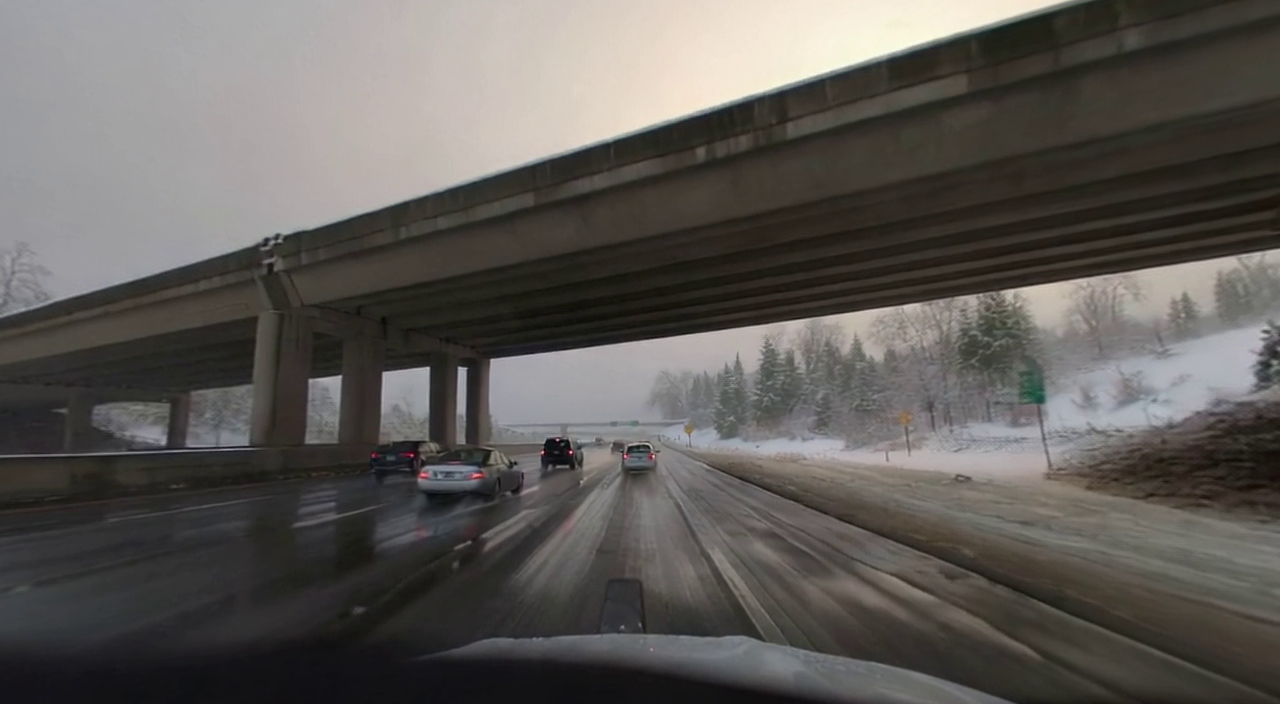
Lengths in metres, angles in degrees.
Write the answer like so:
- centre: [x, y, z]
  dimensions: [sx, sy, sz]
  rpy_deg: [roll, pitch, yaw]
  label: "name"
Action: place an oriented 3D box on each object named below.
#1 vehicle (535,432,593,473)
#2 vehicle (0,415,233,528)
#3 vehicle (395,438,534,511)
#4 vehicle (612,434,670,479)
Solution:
- centre: [-3.649, 4.963, 31.155]
  dimensions: [2.237, 1.841, 4.683]
  rpy_deg: [0, -8, 1]
  label: "vehicle"
- centre: [-11.027, 2.306, 12.735]
  dimensions: [2.119, 1.816, 5.019]
  rpy_deg: [0, -8, 0]
  label: "vehicle"
- centre: [-3.993, 2.845, 15.172]
  dimensions: [1.997, 1.490, 4.471]
  rpy_deg: [0, -8, 1]
  label: "vehicle"
- centre: [0.044, 4.224, 25.725]
  dimensions: [2.160, 1.678, 4.178]
  rpy_deg: [0, -8, 0]
  label: "vehicle"
